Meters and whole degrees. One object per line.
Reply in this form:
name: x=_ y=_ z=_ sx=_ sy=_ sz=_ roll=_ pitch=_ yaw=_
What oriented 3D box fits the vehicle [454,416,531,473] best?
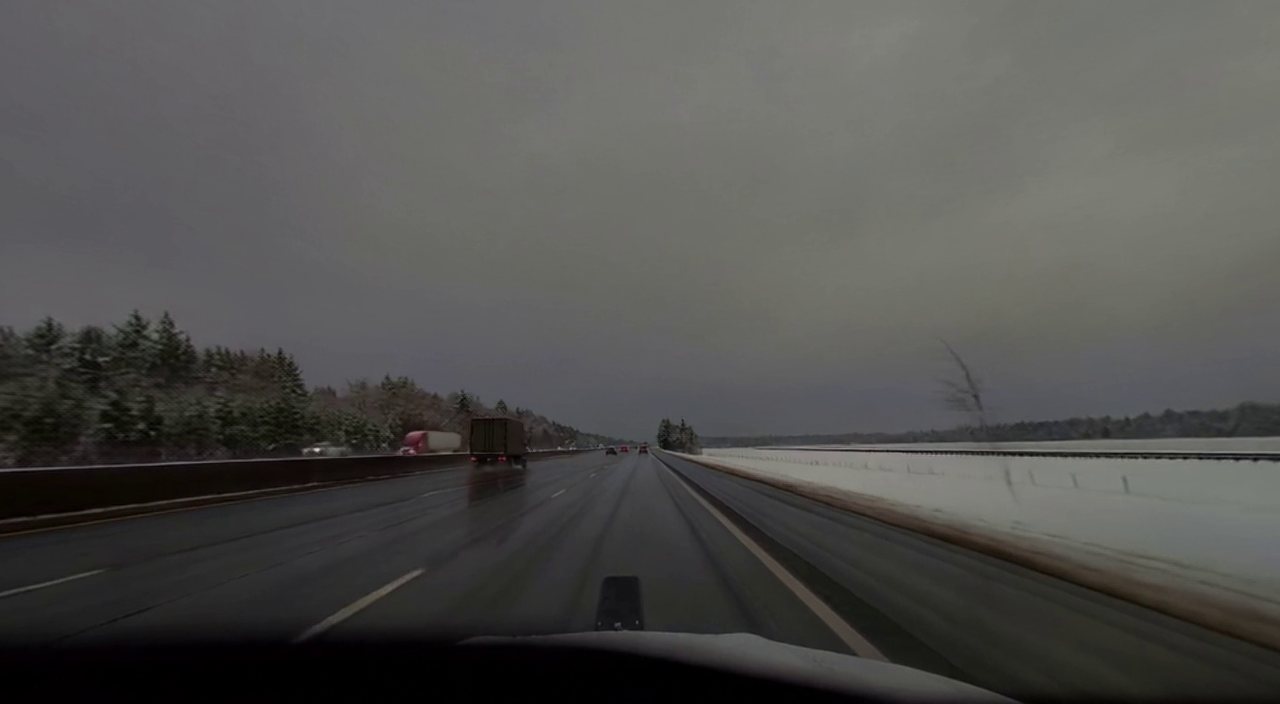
vehicle: x=-7.487 y=4.829 z=32.764 sx=2.444 sy=2.685 sz=5.893 roll=0 pitch=-9 yaw=1
